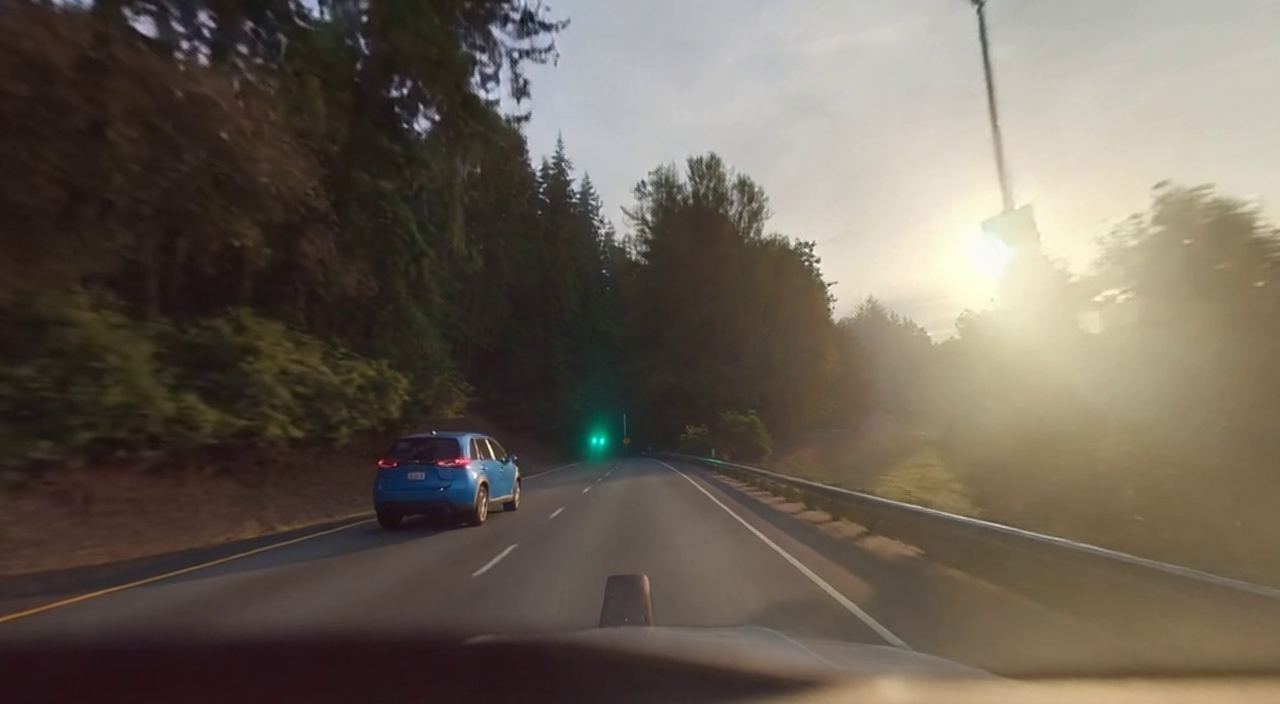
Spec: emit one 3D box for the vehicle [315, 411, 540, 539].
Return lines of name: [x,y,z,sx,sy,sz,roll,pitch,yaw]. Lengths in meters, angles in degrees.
vehicle: [-3.506,2.158,11.759,2.336,1.857,4.986,0,-8,1]
